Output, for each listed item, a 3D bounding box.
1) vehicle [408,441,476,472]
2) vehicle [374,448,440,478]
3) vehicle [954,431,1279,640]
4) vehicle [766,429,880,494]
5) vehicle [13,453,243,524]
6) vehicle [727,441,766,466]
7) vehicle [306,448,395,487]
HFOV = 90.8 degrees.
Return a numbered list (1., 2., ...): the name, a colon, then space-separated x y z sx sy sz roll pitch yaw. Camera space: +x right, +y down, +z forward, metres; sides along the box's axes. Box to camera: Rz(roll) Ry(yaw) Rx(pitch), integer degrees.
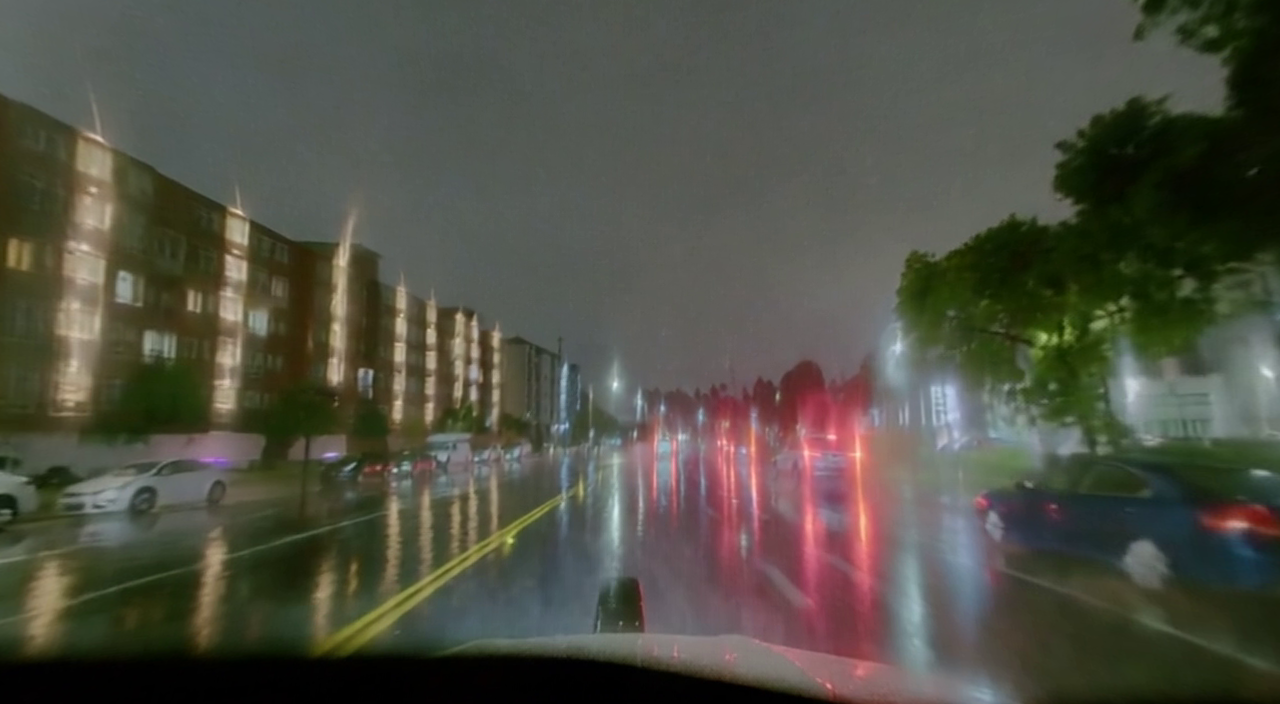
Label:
1. vehicle: -12.429 6.570 40.171 2.290 1.799 5.801 0 -8 2
2. vehicle: -12.320 5.853 33.676 1.723 1.418 4.359 0 -8 2
3. vehicle: 5.445 1.611 6.669 2.085 1.466 4.276 0 -8 1
4. vehicle: 5.646 3.455 20.421 2.102 1.781 5.470 0 -8 1
5. vehicle: -12.601 3.337 16.074 1.889 1.461 4.608 0 -8 2
6. vehicle: 6.703 6.429 40.233 1.947 1.487 4.549 0 -8 3
7. vehicle: -12.257 4.884 27.012 1.926 1.499 3.869 0 -8 0
